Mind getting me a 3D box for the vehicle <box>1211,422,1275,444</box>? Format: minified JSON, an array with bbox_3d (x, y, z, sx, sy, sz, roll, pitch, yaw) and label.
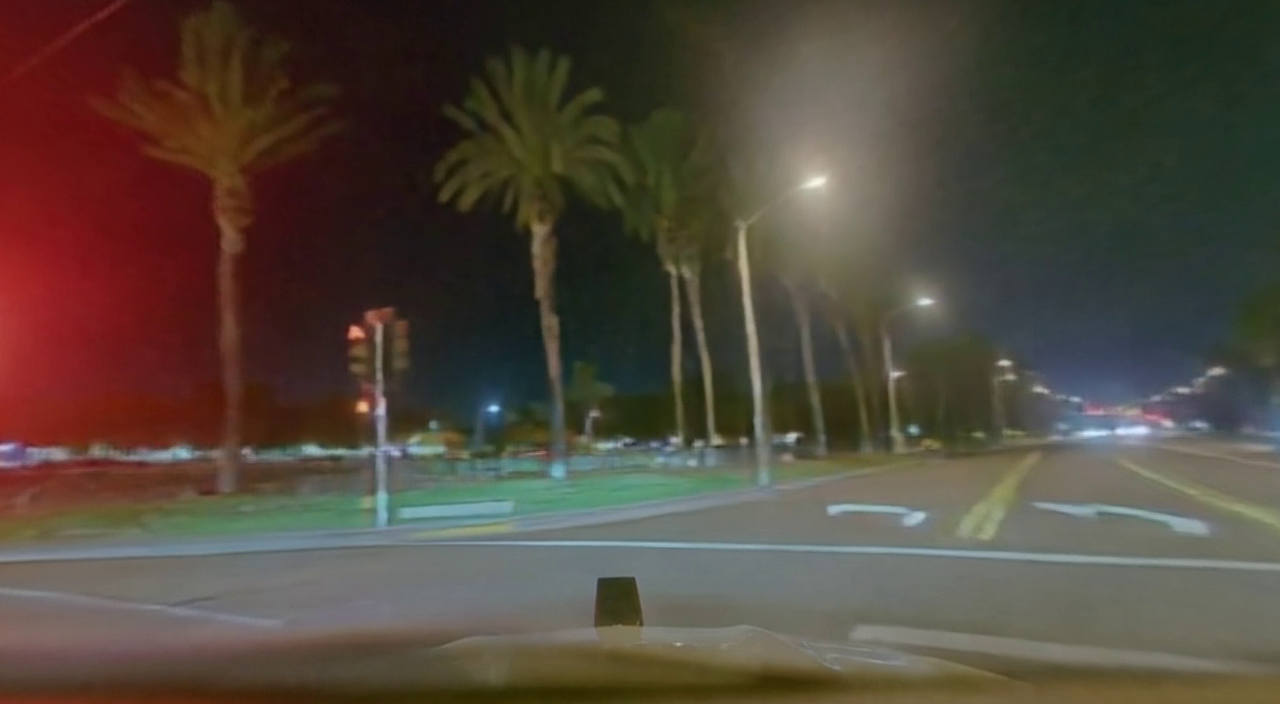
[{"bbox_3d":[43.976,5.958,46.158,1.779,1.445,4.309,-3,-9,21],"label":"vehicle"}]
